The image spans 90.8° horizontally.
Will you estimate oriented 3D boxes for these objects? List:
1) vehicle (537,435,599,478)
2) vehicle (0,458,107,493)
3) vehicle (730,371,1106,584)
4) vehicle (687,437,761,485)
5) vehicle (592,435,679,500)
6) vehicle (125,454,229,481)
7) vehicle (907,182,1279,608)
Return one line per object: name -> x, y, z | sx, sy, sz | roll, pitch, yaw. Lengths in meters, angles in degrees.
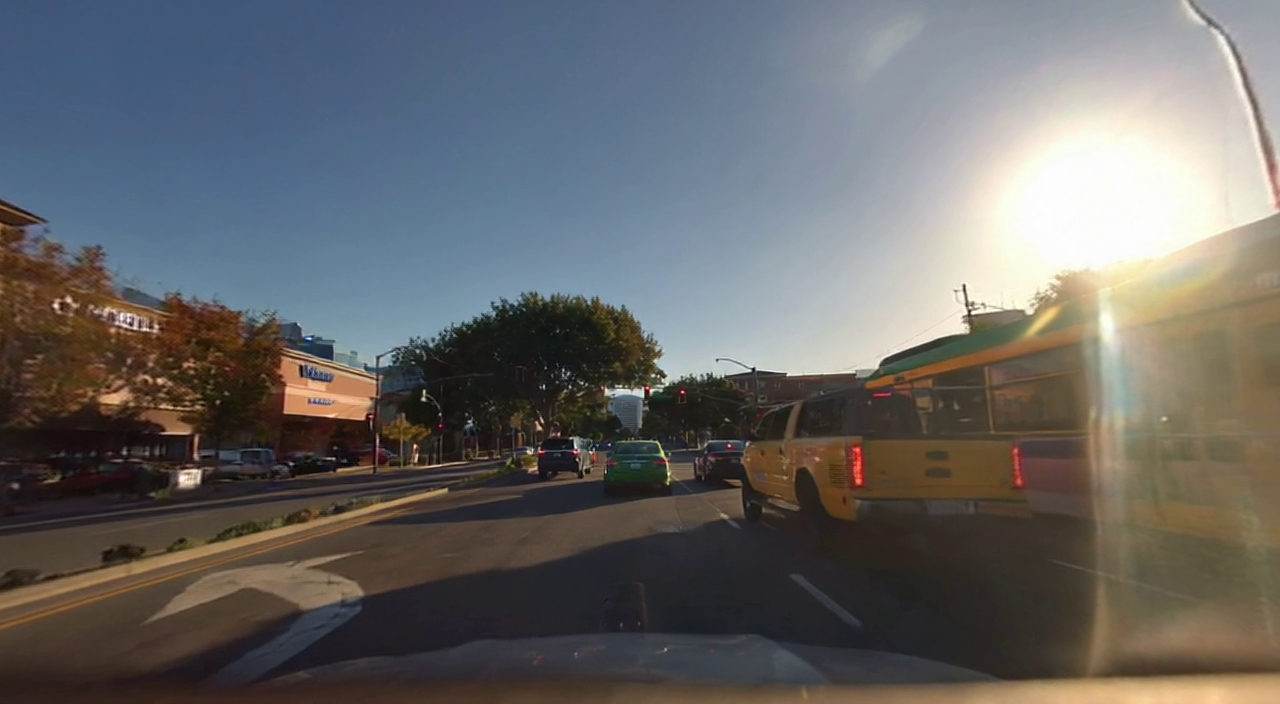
vehicle -> -3.059, 4.557, 27.685 | 2.180, 1.708, 4.397 | 0, -9, 0
vehicle -> -28.223, 5.731, 29.344 | 4.881, 1.458, 1.914 | 4, -10, -27
vehicle -> 2.988, 1.591, 8.862 | 2.490, 1.951, 5.931 | 0, -9, -1
vehicle -> 2.808, 3.770, 22.139 | 1.922, 1.508, 4.330 | 0, -9, -1
vehicle -> -0.136, 3.028, 16.920 | 2.071, 1.525, 3.723 | 0, -9, -1
vehicle -> -27.766, 6.937, 38.098 | 4.800, 1.461, 1.831 | 5, -10, -31
vehicle -> 6.466, 0.664, 7.173 | 2.879, 3.318, 8.881 | 0, -9, 0
